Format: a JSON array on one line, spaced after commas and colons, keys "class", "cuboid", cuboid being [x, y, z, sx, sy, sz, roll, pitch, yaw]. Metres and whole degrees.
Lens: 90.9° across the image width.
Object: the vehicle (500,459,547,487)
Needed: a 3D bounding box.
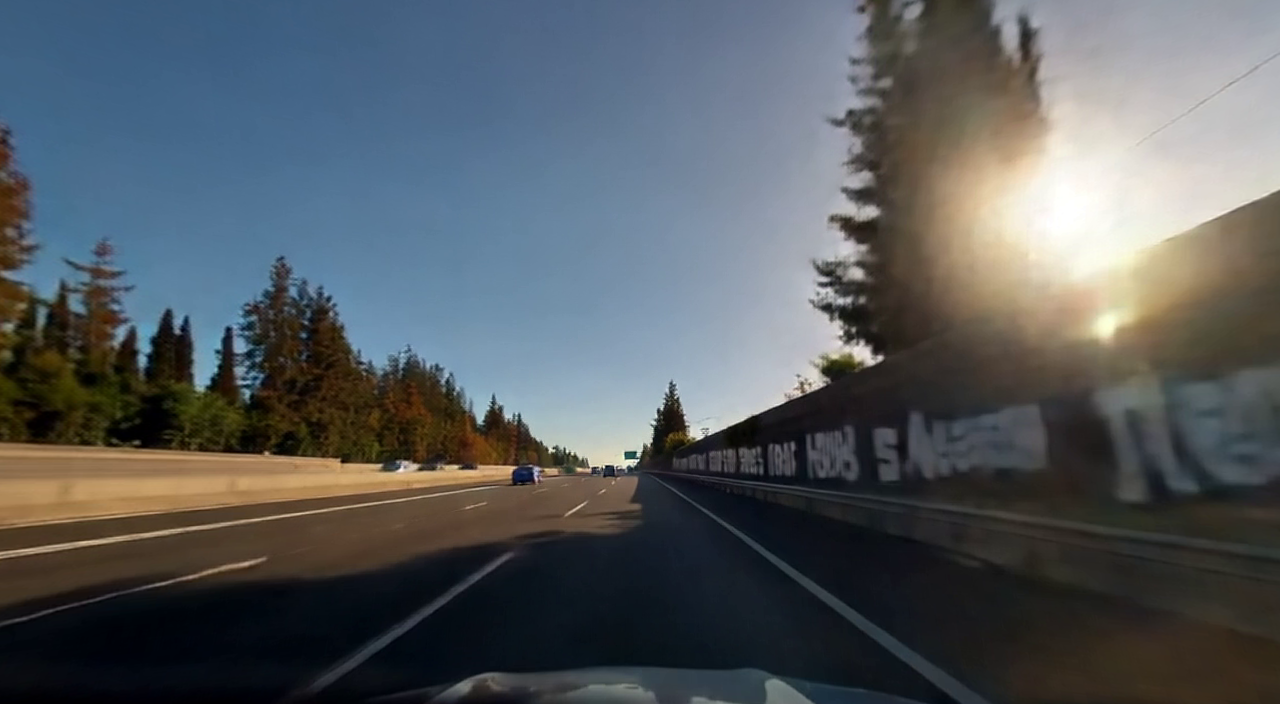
[{"class": "vehicle", "cuboid": [-7.267, 7.608, 39.808, 2.124, 1.630, 4.416, 1, -10, 0]}]
